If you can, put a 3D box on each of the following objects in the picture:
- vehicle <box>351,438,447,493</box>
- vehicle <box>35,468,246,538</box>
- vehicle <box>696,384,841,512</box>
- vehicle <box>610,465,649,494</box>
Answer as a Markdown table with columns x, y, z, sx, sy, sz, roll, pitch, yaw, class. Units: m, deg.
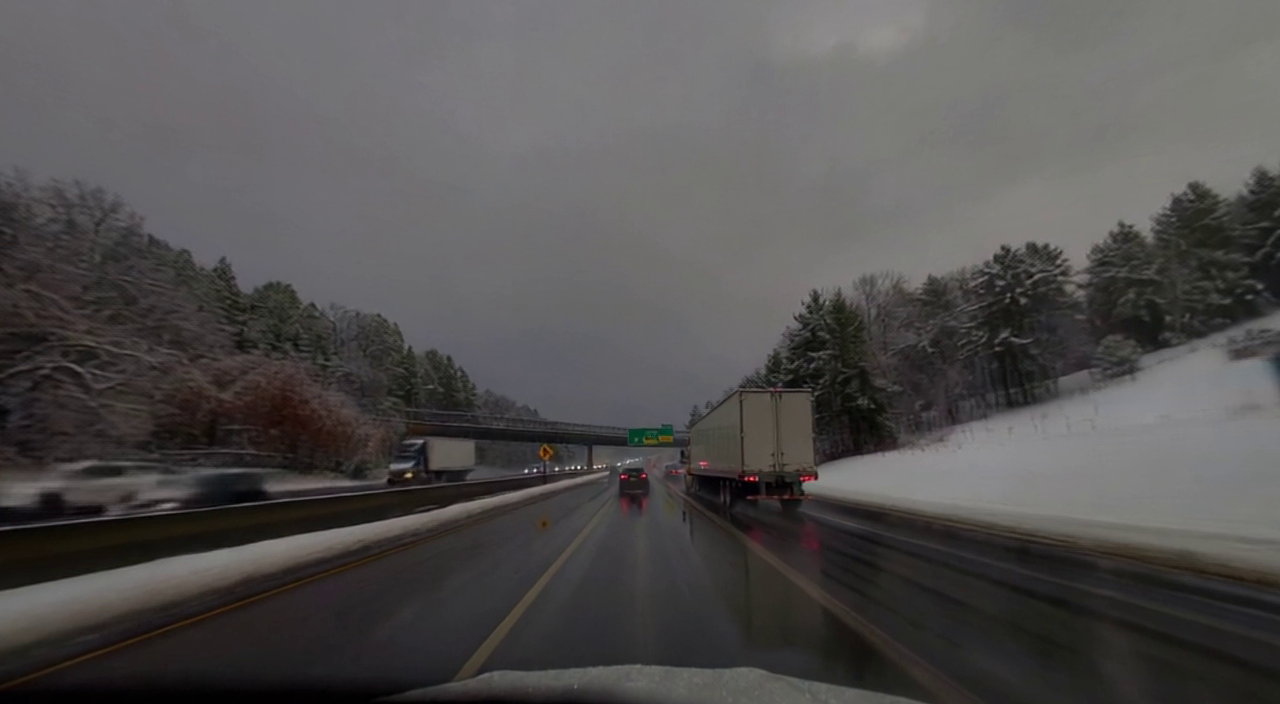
| x | y | z | sx | sy | sz | roll | pitch | yaw | class |
| --- | --- | --- | --- | --- | --- | --- | --- | --- | --- |
| -15.678 | 7.525 | 41.844 | 2.912 | 3.234 | 8.258 | 1 | -10 | 1 | vehicle |
| -11.911 | 3.590 | 15.478 | 1.806 | 1.449 | 4.063 | 1 | -10 | 0 | vehicle |
| 4.702 | 4.325 | 27.239 | 3.218 | 4.001 | 14.492 | 1 | -10 | 0 | vehicle |
| -0.541 | 6.958 | 34.516 | 2.010 | 1.436 | 3.973 | 1 | -10 | 0 | vehicle |
